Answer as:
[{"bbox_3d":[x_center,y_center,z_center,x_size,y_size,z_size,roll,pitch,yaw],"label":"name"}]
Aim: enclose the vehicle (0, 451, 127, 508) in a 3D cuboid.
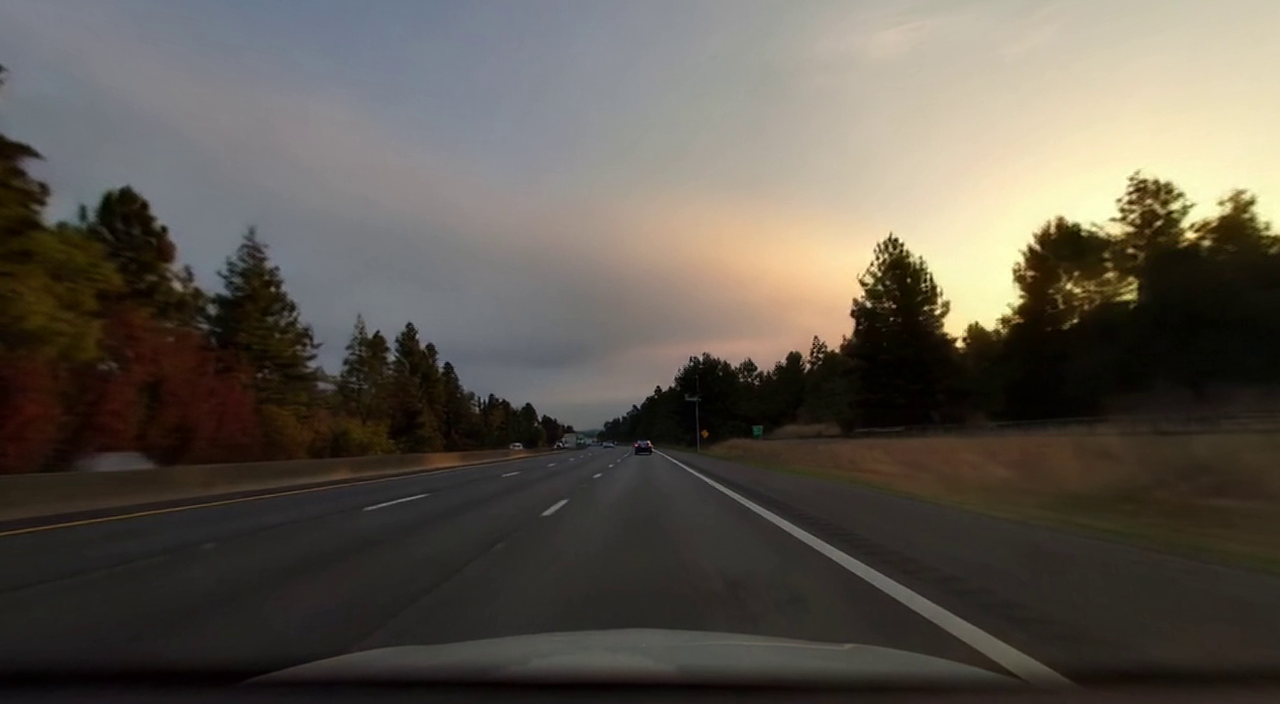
[{"bbox_3d":[-17.888,3.717,18.808,1.747,1.448,3.879,0,-8,0],"label":"vehicle"}]
